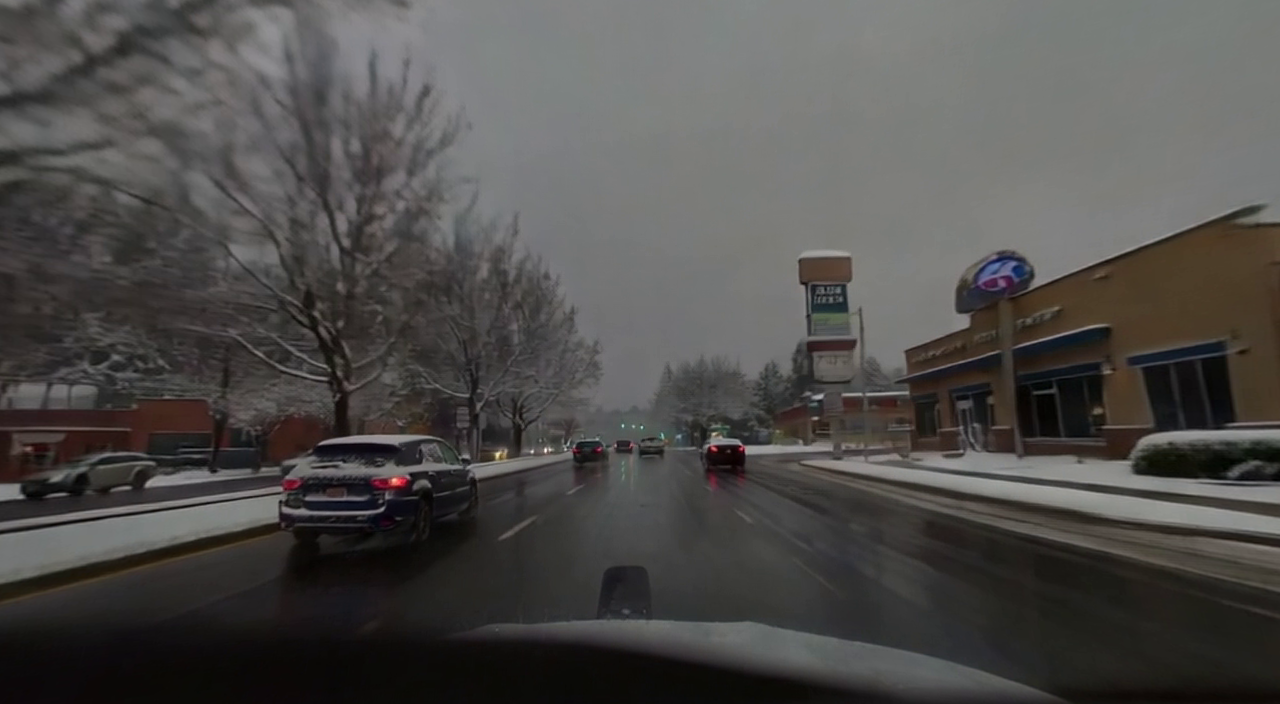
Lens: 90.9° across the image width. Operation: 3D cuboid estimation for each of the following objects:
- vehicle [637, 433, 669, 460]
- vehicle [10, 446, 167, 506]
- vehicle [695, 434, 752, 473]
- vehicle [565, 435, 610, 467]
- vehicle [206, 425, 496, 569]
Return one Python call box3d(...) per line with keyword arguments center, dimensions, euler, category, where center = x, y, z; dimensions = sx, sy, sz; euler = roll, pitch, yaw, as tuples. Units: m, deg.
box3d(center=(0.942, 6.885, 45.902), dimensions=(2.193, 1.873, 4.033), euler=(0, -8, 1), category="vehicle")
box3d(center=(-22.352, 4.964, 25.917), dimensions=(2.073, 1.855, 5.159), euler=(-4, -6, -3), category="vehicle")
box3d(center=(3.551, 4.404, 27.526), dimensions=(1.922, 1.579, 3.642), euler=(0, -8, -1), category="vehicle")
box3d(center=(-2.807, 5.450, 34.799), dimensions=(2.026, 1.665, 4.193), euler=(0, -8, 1), category="vehicle")
box3d(center=(-3.543, 1.838, 8.843), dimensions=(1.908, 1.481, 4.351), euler=(0, -8, 1), category="vehicle")
